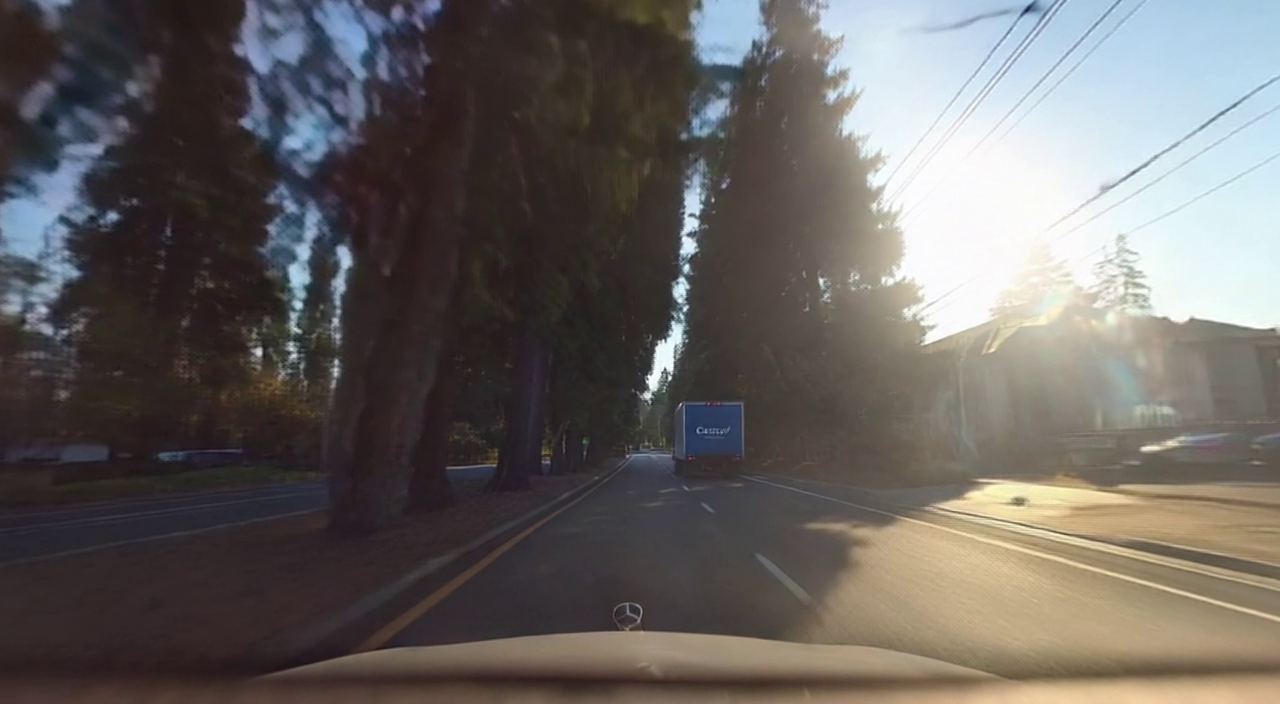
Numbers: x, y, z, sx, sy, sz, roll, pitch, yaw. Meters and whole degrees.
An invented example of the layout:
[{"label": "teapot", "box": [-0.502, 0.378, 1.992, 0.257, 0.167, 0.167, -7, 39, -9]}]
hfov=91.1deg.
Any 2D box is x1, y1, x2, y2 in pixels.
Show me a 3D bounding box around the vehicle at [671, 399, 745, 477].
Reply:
[{"label": "vehicle", "box": [3.632, 4.969, 36.085, 2.973, 3.848, 9.336, 0, -8, -2]}]
